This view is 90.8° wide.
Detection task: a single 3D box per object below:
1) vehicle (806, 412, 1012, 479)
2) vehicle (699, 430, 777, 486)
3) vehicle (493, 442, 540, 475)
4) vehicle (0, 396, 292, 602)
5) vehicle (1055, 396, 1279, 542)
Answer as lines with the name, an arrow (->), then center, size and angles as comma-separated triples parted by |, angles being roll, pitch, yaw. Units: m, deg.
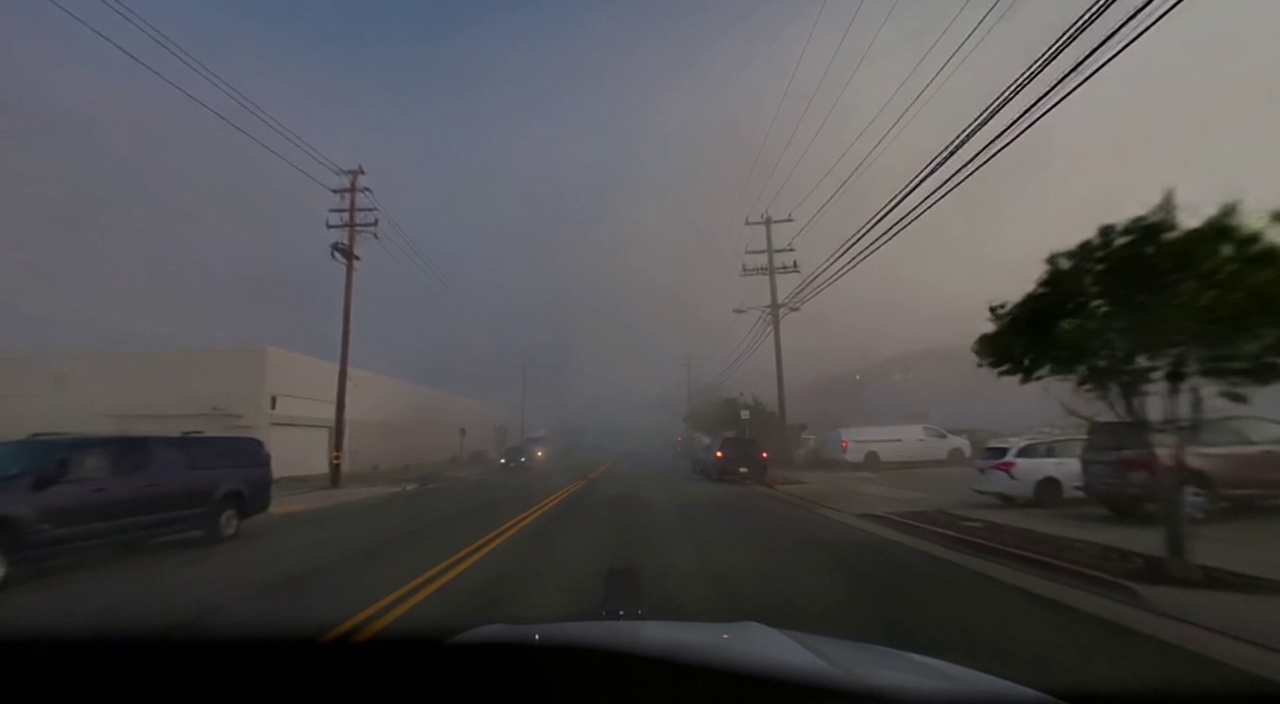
vehicle -> 10.962, 3.888, 26.317 | 7.236, 2.219, 2.674 | -3, -8, 0
vehicle -> 3.751, 4.205, 25.379 | 2.333, 1.967, 6.008 | 0, -8, 2
vehicle -> -7.846, 6.786, 40.514 | 2.123, 1.802, 4.486 | -4, -8, -2
vehicle -> -7.950, 1.927, 8.988 | 2.530, 2.110, 6.445 | -3, -8, -2
vehicle -> 8.915, 1.616, 9.035 | 4.406, 1.822, 2.071 | 0, -8, 1
